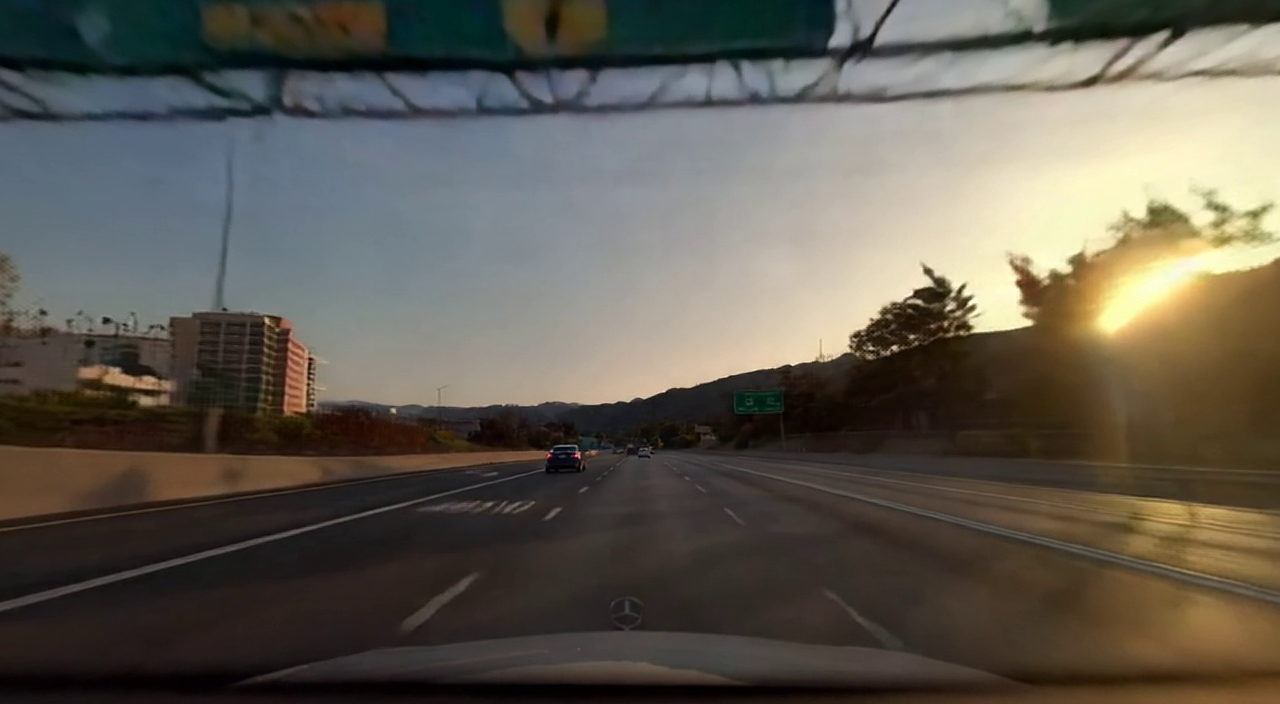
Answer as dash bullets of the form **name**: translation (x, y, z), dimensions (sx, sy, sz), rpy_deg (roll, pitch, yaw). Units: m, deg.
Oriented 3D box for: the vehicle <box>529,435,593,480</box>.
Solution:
- **vehicle**: translation (-3.237, 4.414, 26.690), dimensions (2.072, 1.706, 4.359), rpy_deg (0, -8, 1)
